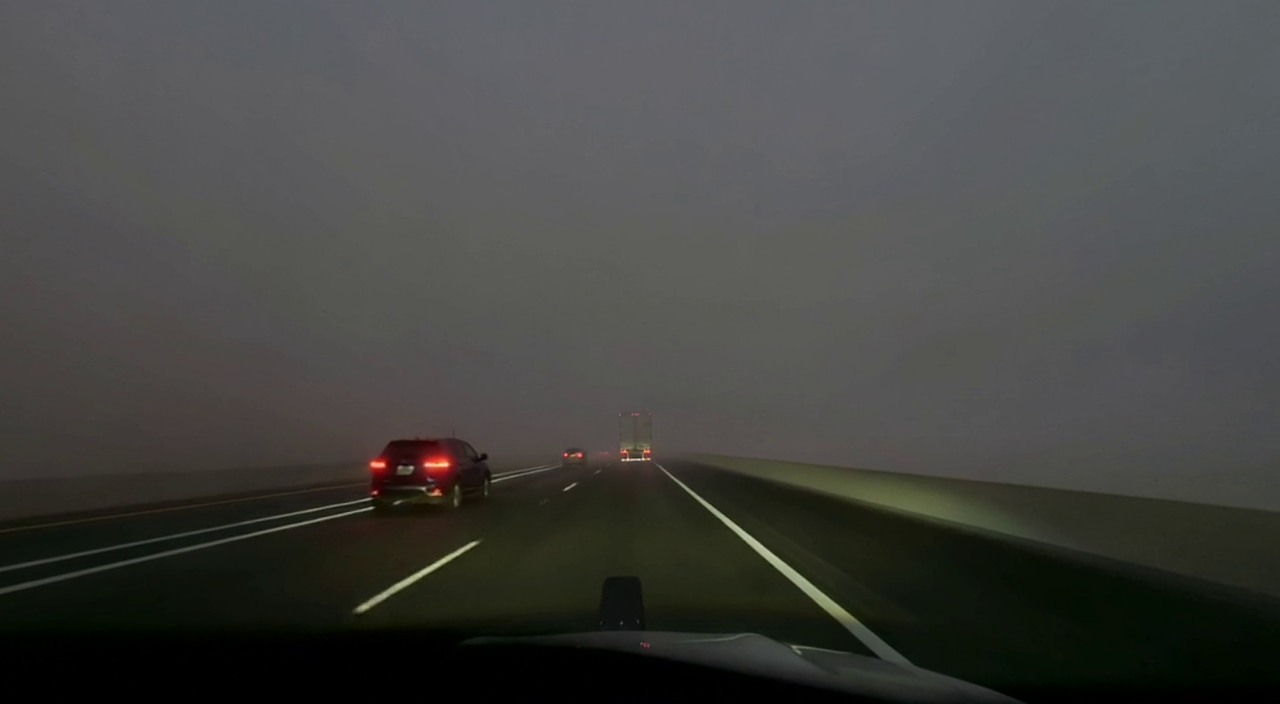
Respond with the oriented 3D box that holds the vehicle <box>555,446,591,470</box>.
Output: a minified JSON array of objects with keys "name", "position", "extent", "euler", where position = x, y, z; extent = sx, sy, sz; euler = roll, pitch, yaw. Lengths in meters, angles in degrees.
[{"name":"vehicle","position":[-4.497,7.153,42.787],"extent":[1.978,1.507,4.062],"euler":[0,-9,0]}]

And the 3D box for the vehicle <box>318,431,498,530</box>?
[{"name":"vehicle","position":[-4.330,2.457,12.648],"extent":[1.991,1.618,4.211],"euler":[0,-9,0]}]
